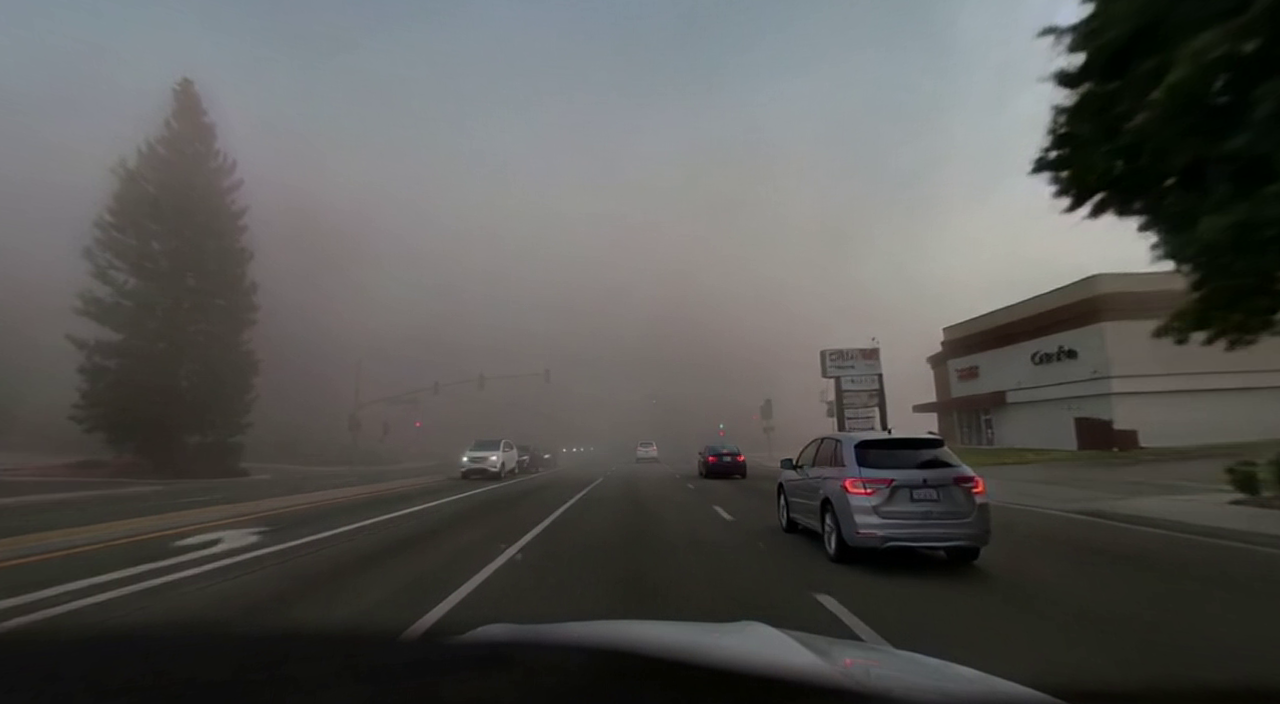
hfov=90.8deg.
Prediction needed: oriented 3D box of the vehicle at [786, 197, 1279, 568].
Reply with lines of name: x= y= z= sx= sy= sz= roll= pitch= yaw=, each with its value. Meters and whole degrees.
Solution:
vehicle: x=7.039 y=1.474 z=15.262 sx=2.899 sy=4.154 sz=16.592 roll=0 pitch=-8 yaw=-1

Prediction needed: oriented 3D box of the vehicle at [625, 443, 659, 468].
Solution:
vehicle: x=0.099 y=6.403 z=39.184 sx=2.008 sy=1.464 sz=4.052 roll=0 pitch=-9 yaw=0

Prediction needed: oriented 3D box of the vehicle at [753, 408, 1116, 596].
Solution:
vehicle: x=2.981 y=1.650 z=7.913 sx=2.174 sy=1.596 sz=4.779 roll=0 pitch=-9 yaw=-1

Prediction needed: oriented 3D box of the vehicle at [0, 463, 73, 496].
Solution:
vehicle: x=-31.423 y=6.307 z=31.273 sx=4.434 sy=1.531 sz=2.003 roll=4 pitch=-9 yaw=-24

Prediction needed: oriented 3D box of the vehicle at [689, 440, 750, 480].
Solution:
vehicle: x=3.156 y=4.361 z=25.796 sx=1.842 sy=1.480 sz=4.155 roll=0 pitch=-9 yaw=-1

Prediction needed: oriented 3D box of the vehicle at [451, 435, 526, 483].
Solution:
vehicle: x=-6.354 y=4.533 z=27.068 sx=2.136 sy=1.837 sz=4.669 roll=0 pitch=-9 yaw=-1

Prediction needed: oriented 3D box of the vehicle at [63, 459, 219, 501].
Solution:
vehicle: x=-20.924 y=5.339 z=26.820 sx=2.016 sy=1.486 sz=4.892 roll=-2 pitch=-9 yaw=14

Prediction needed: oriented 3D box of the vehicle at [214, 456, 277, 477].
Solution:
vehicle: x=-30.979 y=8.997 z=49.741 sx=3.950 sy=1.536 sz=1.932 roll=4 pitch=-10 yaw=-27
